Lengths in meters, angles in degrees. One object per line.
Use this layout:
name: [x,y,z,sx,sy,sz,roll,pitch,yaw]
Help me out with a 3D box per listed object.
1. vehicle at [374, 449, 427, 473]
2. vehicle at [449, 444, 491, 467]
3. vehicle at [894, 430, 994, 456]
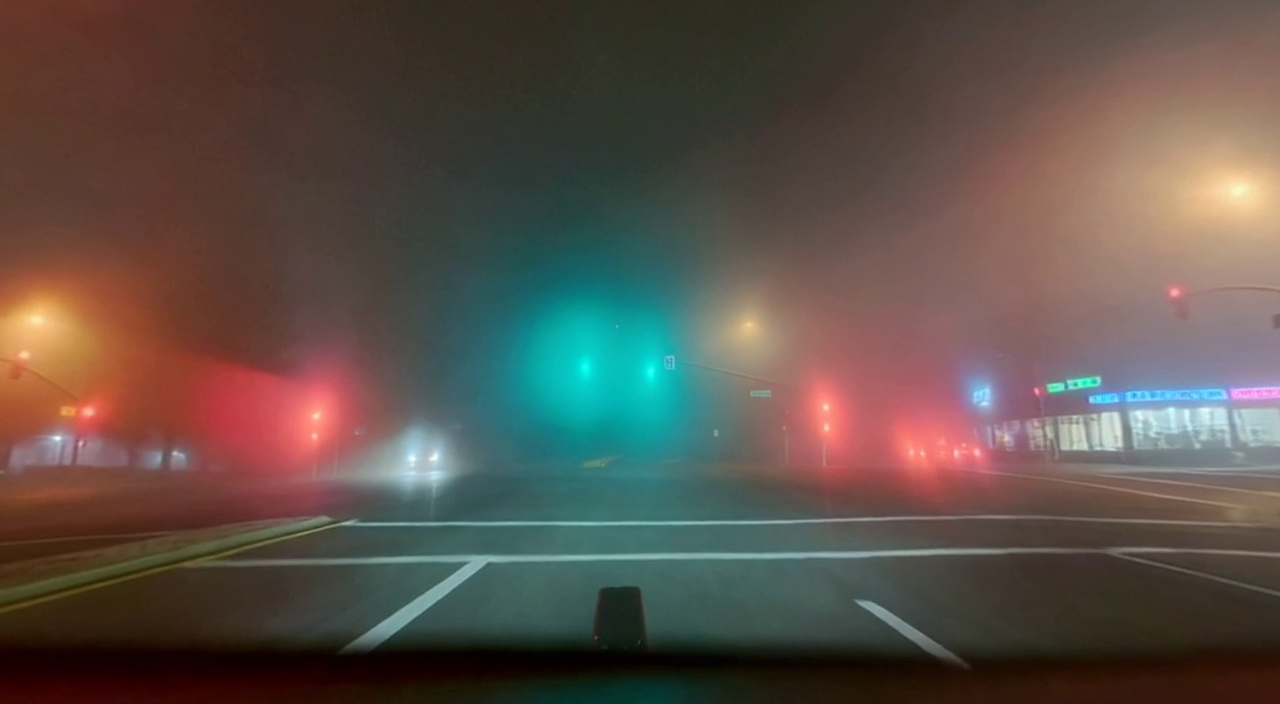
vehicle: [-16.511,7.503,43.787,1.924,1.557,4.357,0,-9,1]
vehicle: [-12.913,7.908,48.268,1.892,1.639,4.311,0,-9,1]
vehicle: [20.974,6.320,43.742,5.587,1.689,2.605,0,-9,-3]
